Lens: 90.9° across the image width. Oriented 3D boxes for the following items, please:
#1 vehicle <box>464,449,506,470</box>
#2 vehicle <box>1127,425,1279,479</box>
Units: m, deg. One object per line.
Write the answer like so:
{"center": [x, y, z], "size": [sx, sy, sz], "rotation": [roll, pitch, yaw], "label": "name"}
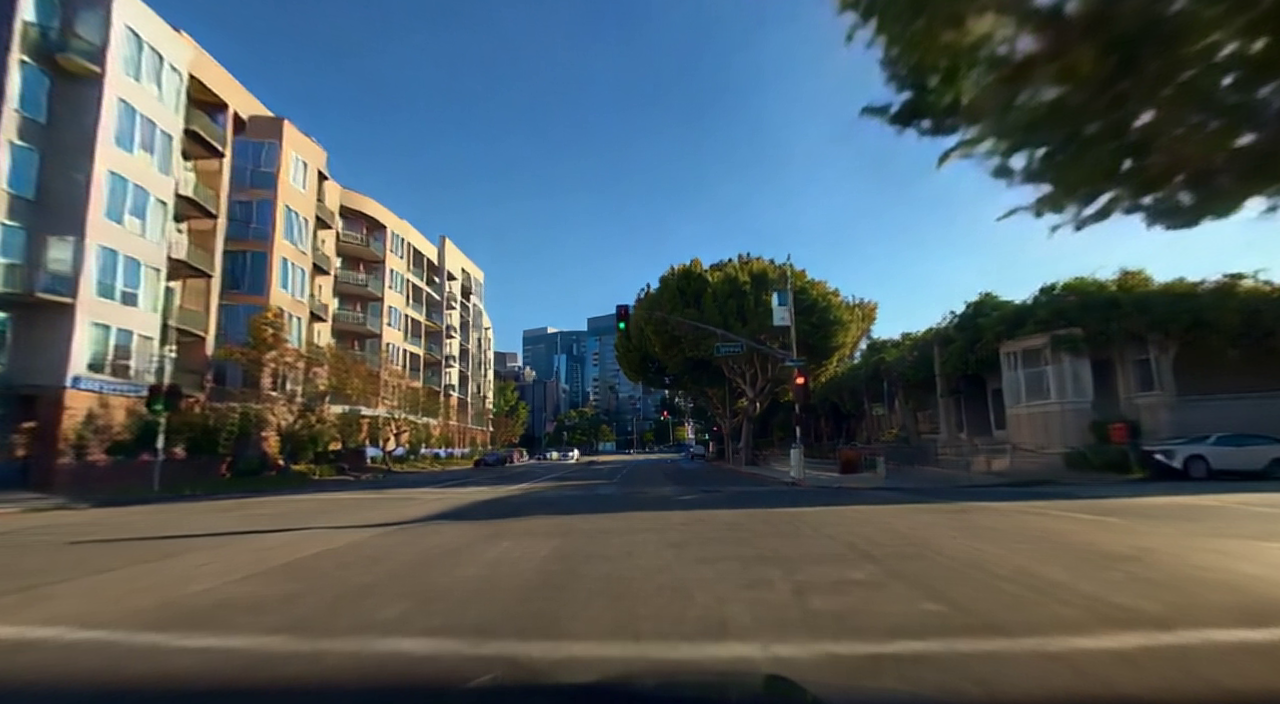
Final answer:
{"center": [-12.183, 8.459, 49.873], "size": [1.965, 1.474, 4.376], "rotation": [-1, -8, 4], "label": "vehicle"}
{"center": [18.403, 3.186, 20.201], "size": [4.009, 1.620, 1.882], "rotation": [0, -8, -3], "label": "vehicle"}
